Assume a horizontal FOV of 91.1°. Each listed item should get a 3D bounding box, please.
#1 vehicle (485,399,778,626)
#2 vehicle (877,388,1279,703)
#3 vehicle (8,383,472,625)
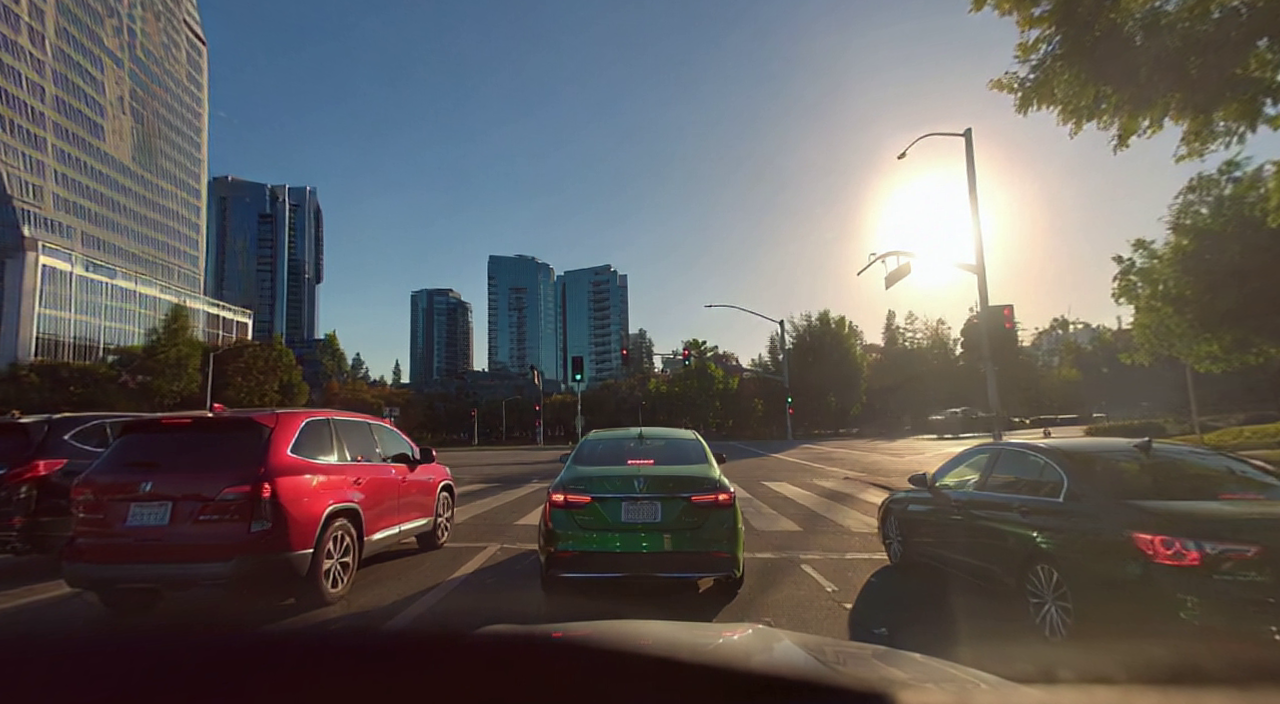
[{"bbox_3d":[-0.043,1.395,6.304,2.047,1.579,3.642,0,-8,1],"label":"vehicle"},{"bbox_3d":[3.588,1.207,4.602,2.010,1.486,4.498,0,-8,1],"label":"vehicle"},{"bbox_3d":[-3.551,1.431,6.859,2.014,1.755,4.360,0,-8,3],"label":"vehicle"}]
